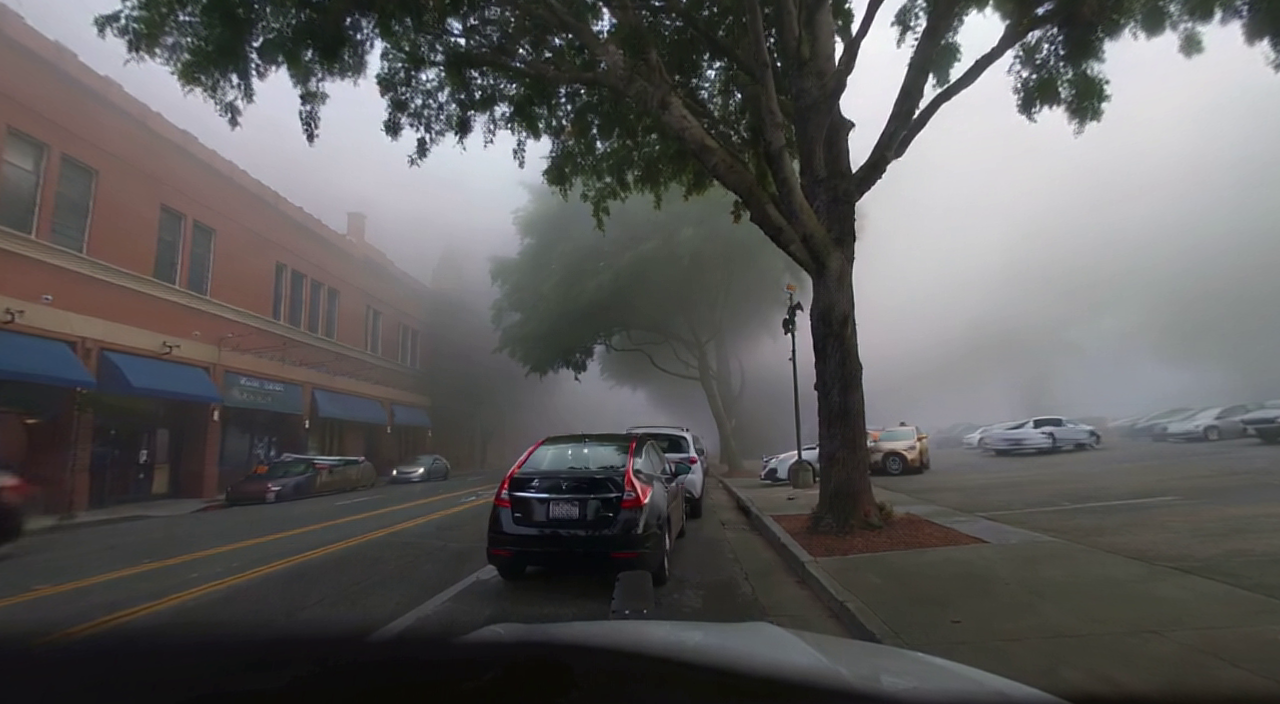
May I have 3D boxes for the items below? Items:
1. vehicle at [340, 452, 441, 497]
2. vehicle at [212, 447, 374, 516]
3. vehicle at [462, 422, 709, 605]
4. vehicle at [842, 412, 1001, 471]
[{"bbox_3d":[-10.259,5.033,26.280,1.826,1.432,4.556,-7,-9,8],"label":"vehicle"},{"bbox_3d":[-11.009,4.069,20.589,2.081,1.718,5.342,-6,-9,3],"label":"vehicle"},{"bbox_3d":[-0.277,1.634,7.289,1.939,1.478,3.922,-2,-8,9],"label":"vehicle"},{"bbox_3d":[9.016,2.833,20.221,4.558,1.528,1.915,0,-8,-23],"label":"vehicle"}]
